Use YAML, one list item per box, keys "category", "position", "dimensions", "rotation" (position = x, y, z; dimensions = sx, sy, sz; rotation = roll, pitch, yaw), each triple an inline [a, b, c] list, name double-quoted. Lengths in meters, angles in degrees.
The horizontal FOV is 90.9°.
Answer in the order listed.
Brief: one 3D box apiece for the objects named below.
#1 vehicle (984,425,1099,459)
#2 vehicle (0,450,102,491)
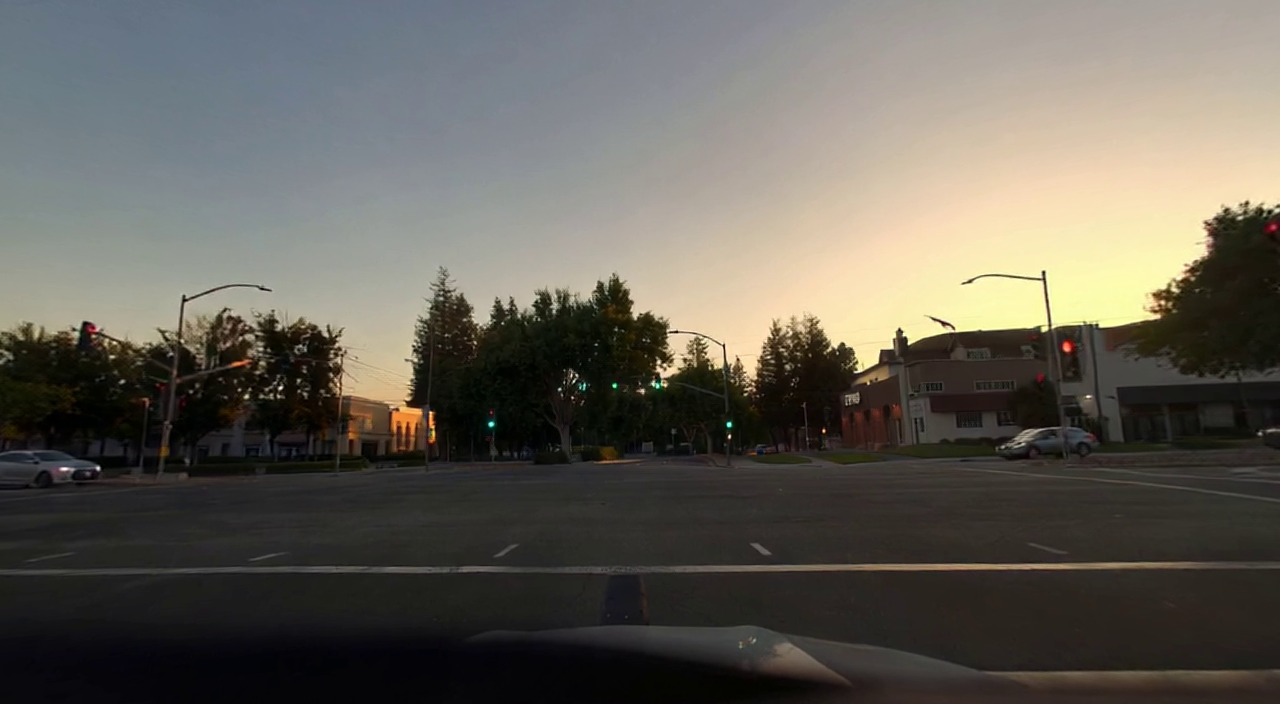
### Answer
- category: "vehicle"
  position: [20.446, 4.593, 32.215]
  dimensions: [4.483, 1.691, 1.949]
  rotation: [0, -8, 1]
- category: "vehicle"
  position: [-25.236, 4.844, 26.018]
  dimensions: [4.332, 1.573, 1.900]
  rotation: [0, -8, 3]
